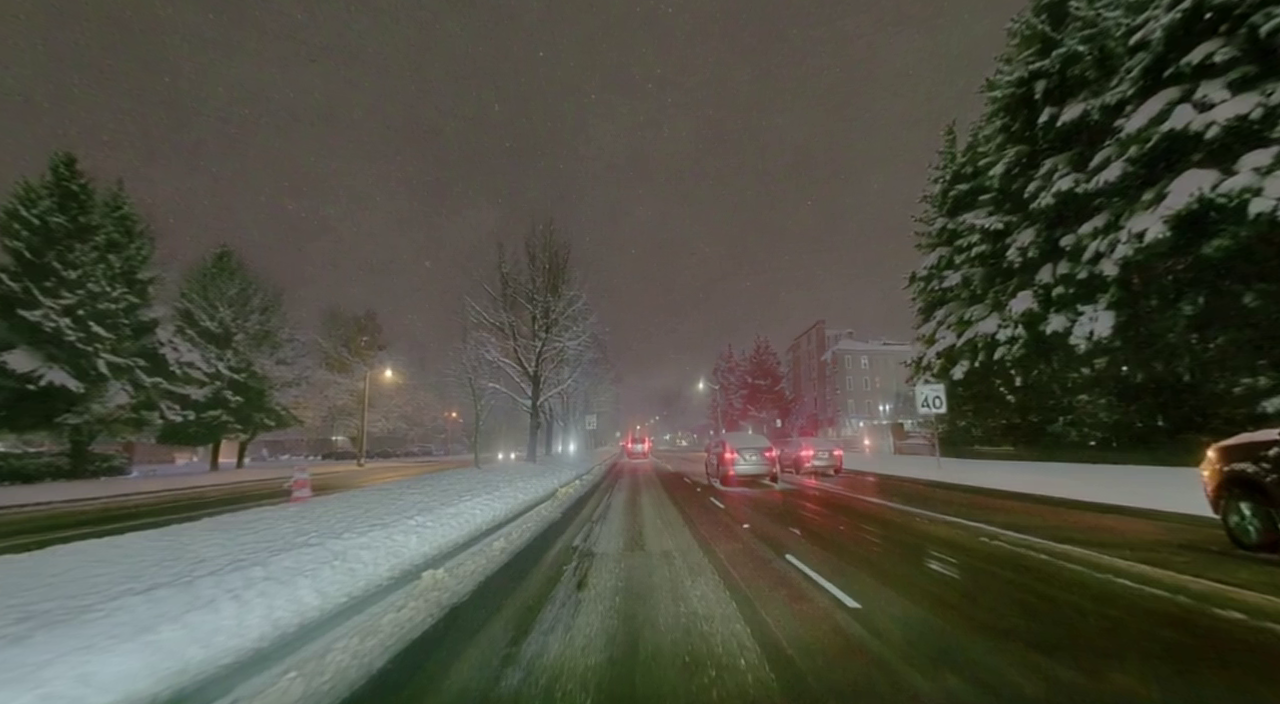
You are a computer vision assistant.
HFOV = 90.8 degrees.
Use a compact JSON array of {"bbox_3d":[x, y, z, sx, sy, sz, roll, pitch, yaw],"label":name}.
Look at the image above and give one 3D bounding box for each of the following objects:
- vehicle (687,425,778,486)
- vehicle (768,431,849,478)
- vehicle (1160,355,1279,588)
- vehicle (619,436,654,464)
[{"bbox_3d":[2.948,3.444,21.289,2.227,1.794,4.457,0,-8,-2],"label":"vehicle"},{"bbox_3d":[6.691,4.122,25.574,2.025,1.719,4.161,0,-8,-1],"label":"vehicle"},{"bbox_3d":[7.209,0.865,4.232,2.429,2.142,5.731,0,-8,-1],"label":"vehicle"},{"bbox_3d":[-0.254,6.252,40.493,2.132,1.693,3.819,0,-8,-1],"label":"vehicle"}]
